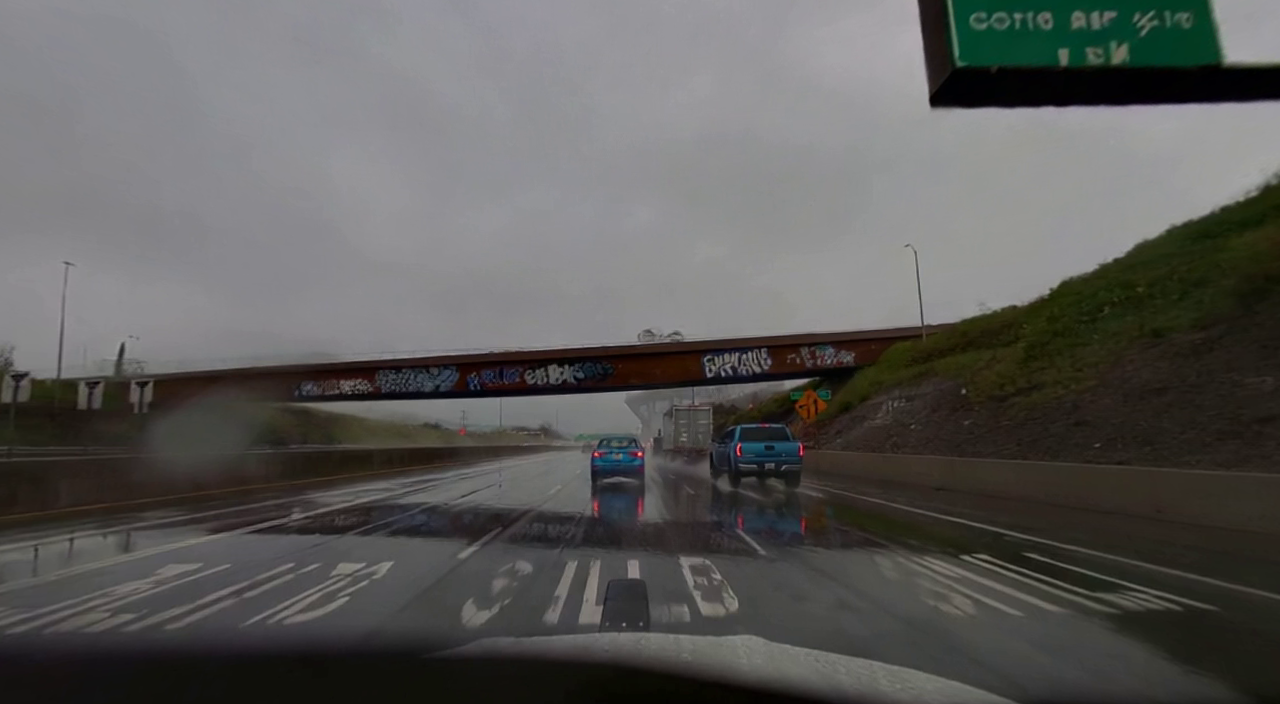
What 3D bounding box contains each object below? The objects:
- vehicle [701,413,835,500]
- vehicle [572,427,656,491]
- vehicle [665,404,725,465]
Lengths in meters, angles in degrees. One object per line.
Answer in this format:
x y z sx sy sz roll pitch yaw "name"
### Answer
3.154 2.769 17.142 2.311 1.922 5.977 0 -8 -1 "vehicle"
-0.708 3.094 18.502 2.193 1.651 3.946 0 -8 -1 "vehicle"
3.288 5.249 39.763 2.873 3.408 7.323 0 -8 -1 "vehicle"
